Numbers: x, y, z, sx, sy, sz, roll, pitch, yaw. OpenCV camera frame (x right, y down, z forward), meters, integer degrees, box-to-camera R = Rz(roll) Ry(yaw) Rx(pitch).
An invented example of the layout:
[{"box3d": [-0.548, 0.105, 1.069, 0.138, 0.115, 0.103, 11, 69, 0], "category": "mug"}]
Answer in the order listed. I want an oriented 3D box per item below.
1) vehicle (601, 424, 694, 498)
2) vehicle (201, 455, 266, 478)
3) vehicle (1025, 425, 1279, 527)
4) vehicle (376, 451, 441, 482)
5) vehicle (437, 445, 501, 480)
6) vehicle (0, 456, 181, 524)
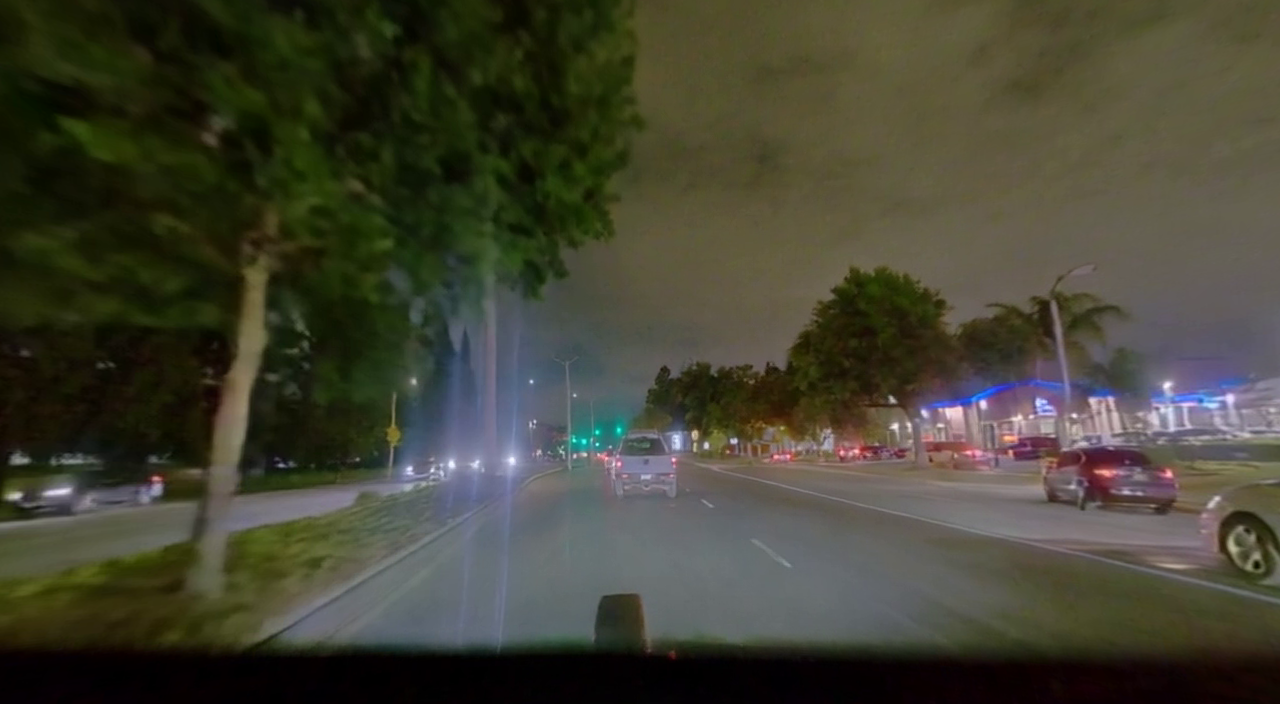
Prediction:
[{"box3d": [0.043, 3.172, 18.733, 2.300, 1.870, 4.936, 0, -8, -4], "category": "vehicle"}, {"box3d": [-29.589, 8.331, 46.068, 3.520, 1.405, 1.750, -3, -10, -1], "category": "vehicle"}, {"box3d": [9.457, 2.194, 11.774, 1.894, 1.517, 4.419, -1, -8, 2], "category": "vehicle"}, {"box3d": [-12.525, 6.194, 34.469, 1.866, 1.491, 4.495, 0, -8, 0], "category": "vehicle"}, {"box3d": [-8.778, 5.680, 32.803, 2.120, 1.628, 4.331, 0, -8, 0], "category": "vehicle"}, {"box3d": [-16.000, 3.828, 18.149, 1.952, 1.569, 4.886, 0, -8, -1], "category": "vehicle"}]
